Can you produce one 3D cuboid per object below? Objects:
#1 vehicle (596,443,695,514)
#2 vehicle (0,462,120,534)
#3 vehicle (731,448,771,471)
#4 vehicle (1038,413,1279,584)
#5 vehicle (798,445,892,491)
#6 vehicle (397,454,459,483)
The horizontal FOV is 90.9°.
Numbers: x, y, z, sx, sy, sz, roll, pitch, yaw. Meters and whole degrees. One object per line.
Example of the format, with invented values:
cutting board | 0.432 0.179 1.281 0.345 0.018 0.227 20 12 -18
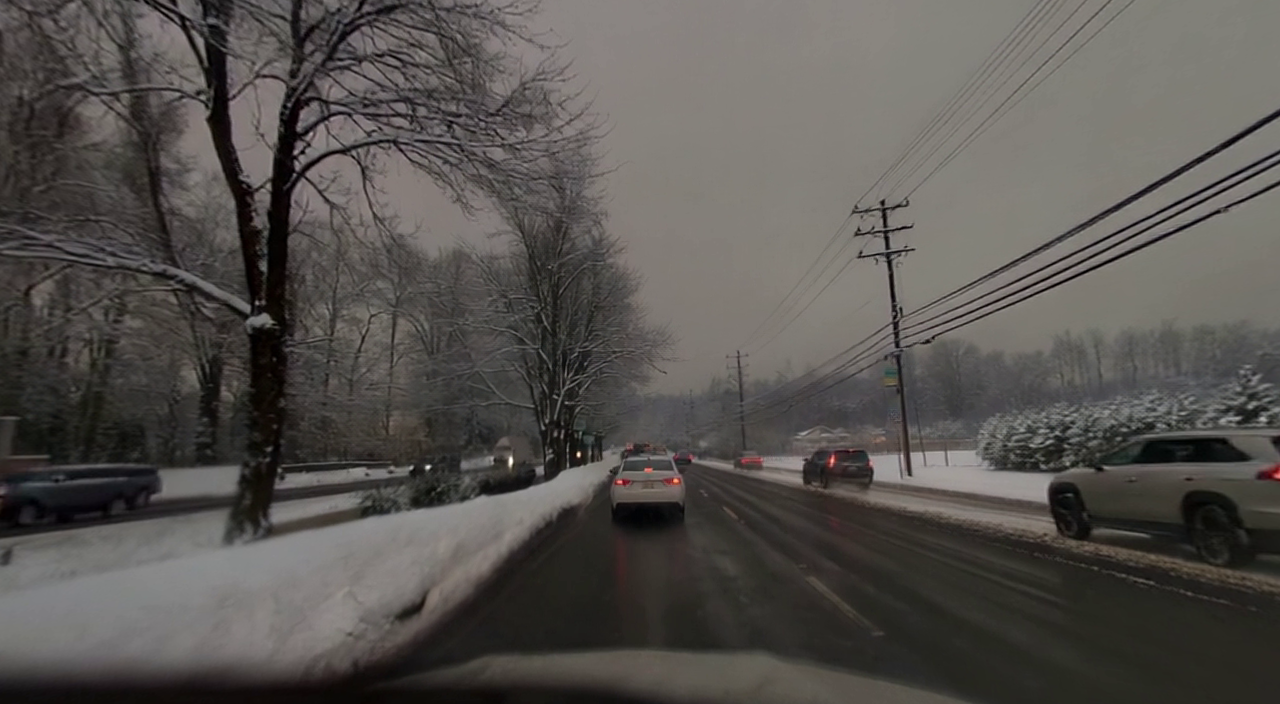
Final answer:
vehicle | 0.134 2.997 15.470 2.108 1.479 3.935 0 -8 0
vehicle | -15.063 3.465 15.246 1.701 1.494 3.791 0 -8 0
vehicle | 7.734 7.508 44.273 1.899 1.458 4.499 0 -8 -1
vehicle | 7.252 1.636 7.562 1.983 1.649 4.557 0 -8 1
vehicle | 7.246 4.126 22.858 1.850 1.480 4.474 0 -8 -1
vehicle | -12.088 6.636 36.316 1.942 1.481 4.621 0 -8 1
